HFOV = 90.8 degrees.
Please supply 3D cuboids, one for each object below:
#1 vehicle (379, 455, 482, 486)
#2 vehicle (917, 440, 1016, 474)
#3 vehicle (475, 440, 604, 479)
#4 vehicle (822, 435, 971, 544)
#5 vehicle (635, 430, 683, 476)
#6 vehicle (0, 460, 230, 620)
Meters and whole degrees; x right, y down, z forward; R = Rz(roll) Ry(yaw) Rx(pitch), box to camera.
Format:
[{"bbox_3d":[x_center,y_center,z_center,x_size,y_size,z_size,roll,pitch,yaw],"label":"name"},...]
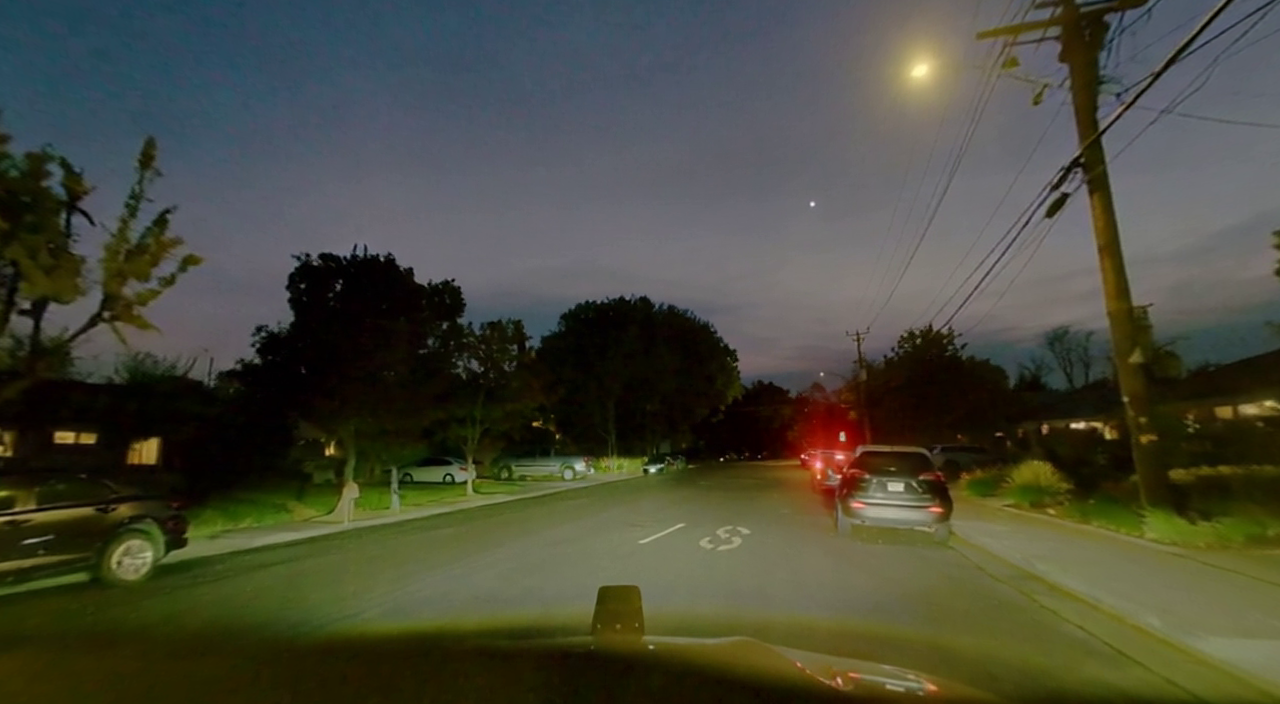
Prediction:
[{"bbox_3d":[-10.304,5.835,31.210,4.481,1.420,1.712,-2,-9,10],"label":"vehicle"},{"bbox_3d":[16.504,5.338,32.177,4.075,1.674,1.811,-2,-9,14],"label":"vehicle"},{"bbox_3d":[-5.420,5.809,34.314,6.488,2.009,2.354,-2,-9,13],"label":"vehicle"},{"bbox_3d":[4.255,2.274,11.017,1.908,1.572,3.105,-2,-9,14],"label":"vehicle"},{"bbox_3d":[1.378,6.922,43.574,2.199,2.902,5.848,-2,-9,13],"label":"vehicle"},{"bbox_3d":[-6.965,1.860,6.379,1.968,1.449,4.502,-2,-9,14],"label":"vehicle"}]
